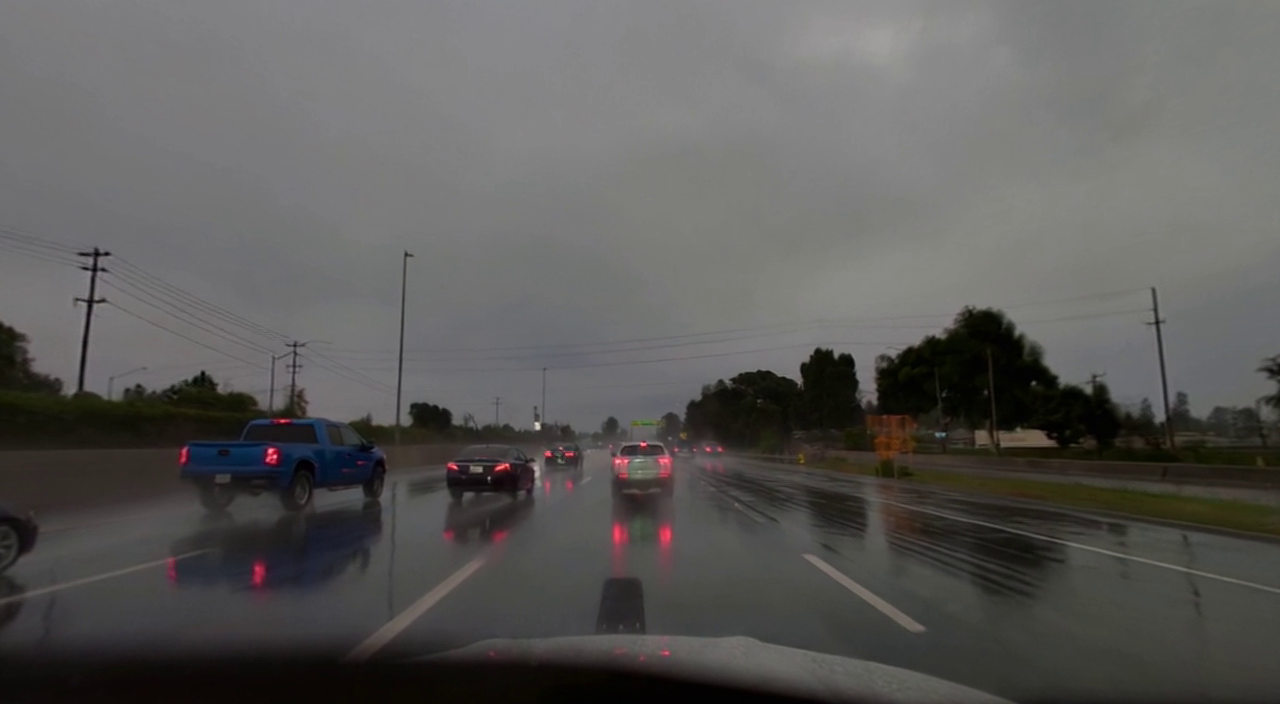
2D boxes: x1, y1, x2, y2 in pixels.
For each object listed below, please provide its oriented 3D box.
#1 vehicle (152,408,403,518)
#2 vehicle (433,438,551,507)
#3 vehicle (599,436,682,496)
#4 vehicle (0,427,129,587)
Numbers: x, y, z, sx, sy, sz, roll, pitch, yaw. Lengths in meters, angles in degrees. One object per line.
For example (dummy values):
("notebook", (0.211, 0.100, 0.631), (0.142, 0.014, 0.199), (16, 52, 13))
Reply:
("vehicle", (-7.512, 2.388, 14.100), (2.194, 1.922, 5.637), (0, -8, 1))
("vehicle", (-3.442, 2.869, 15.539), (1.899, 1.437, 4.131), (0, -8, 0))
("vehicle", (-0.021, 3.214, 18.274), (2.102, 1.499, 4.439), (0, -8, -1))
("vehicle", (-6.876, 1.297, 4.881), (1.900, 1.461, 4.706), (0, -8, 0))
